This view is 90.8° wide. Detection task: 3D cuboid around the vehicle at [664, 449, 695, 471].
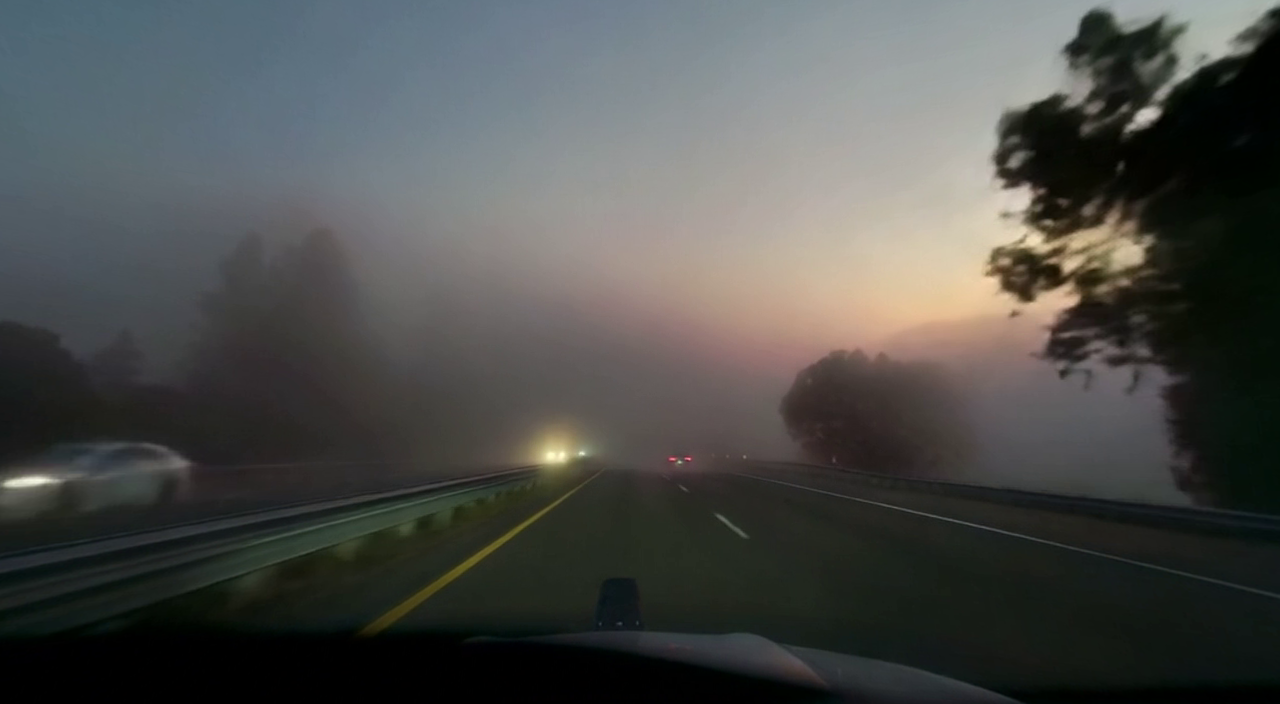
[{"bbox_3d":[2.831,7.868,45.974,1.870,1.486,3.858,0,-9,-2],"label":"vehicle"}]
